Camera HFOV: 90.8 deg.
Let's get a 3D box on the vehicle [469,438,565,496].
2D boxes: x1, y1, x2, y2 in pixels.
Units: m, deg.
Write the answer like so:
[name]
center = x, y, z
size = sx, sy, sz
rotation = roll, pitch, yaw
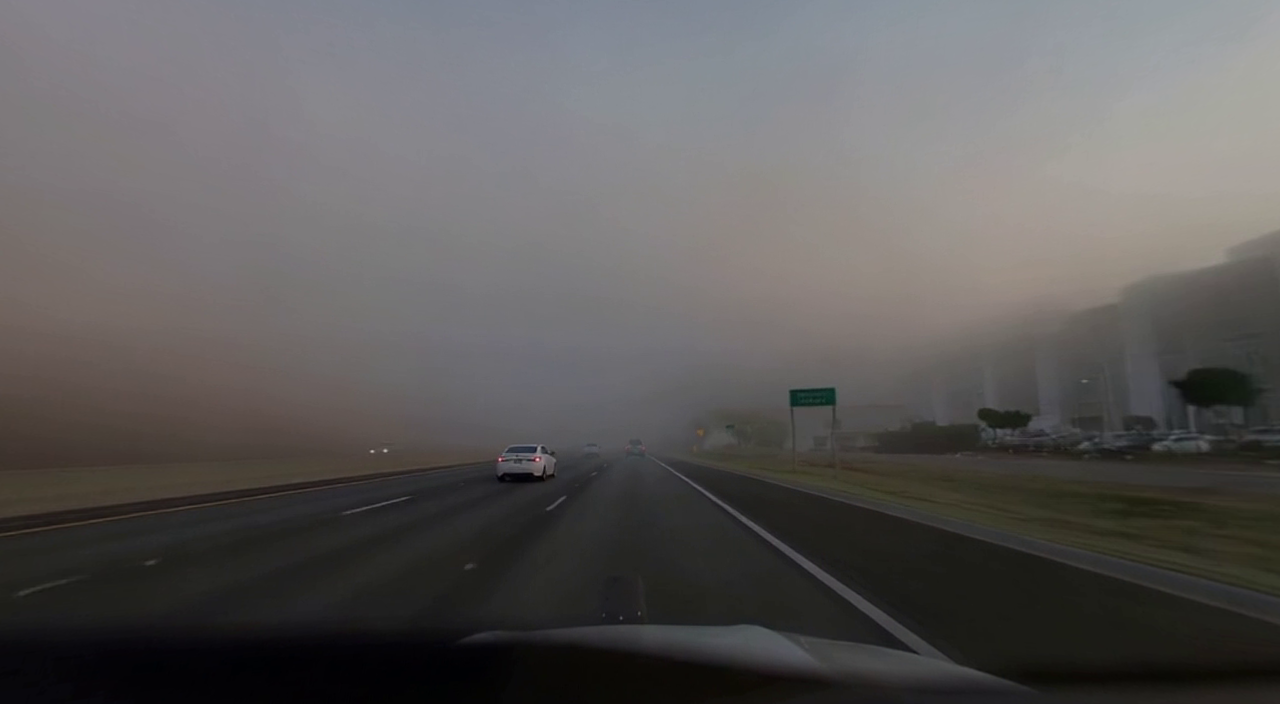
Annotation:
[vehicle]
center = -3.364, 3.223, 18.126
size = 1.920, 1.463, 4.134
rotation = 0, -8, 0
